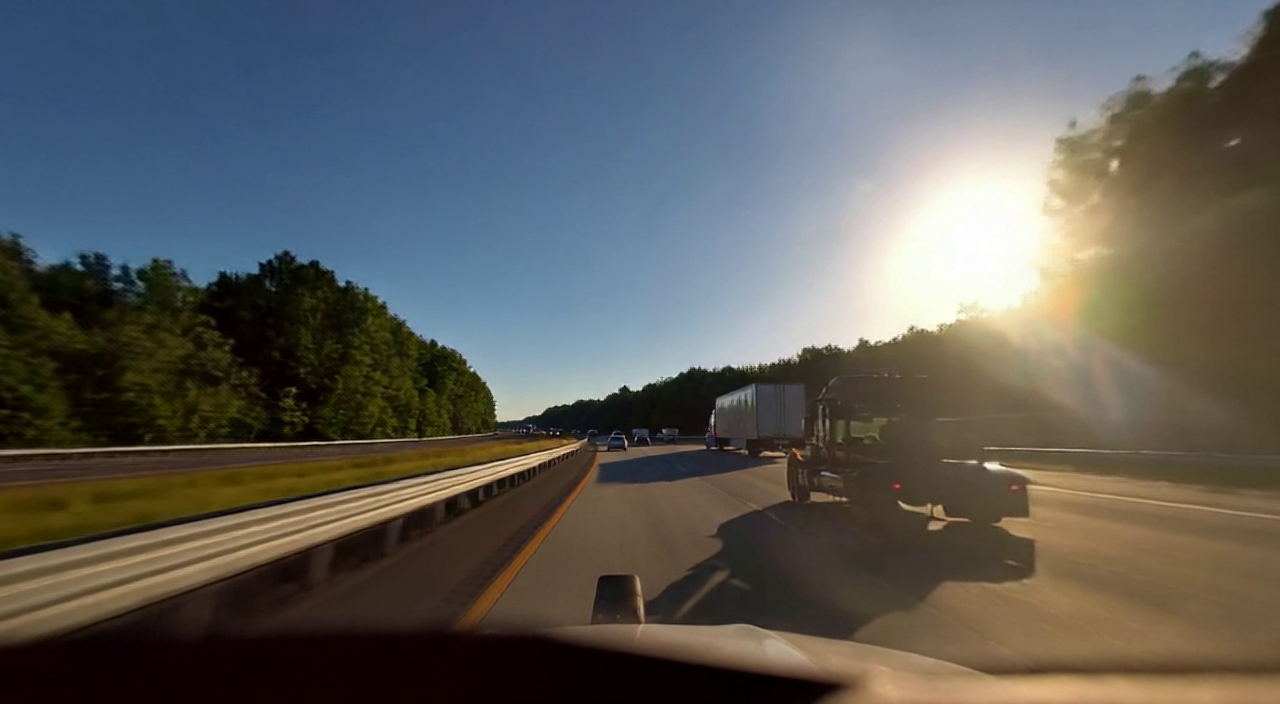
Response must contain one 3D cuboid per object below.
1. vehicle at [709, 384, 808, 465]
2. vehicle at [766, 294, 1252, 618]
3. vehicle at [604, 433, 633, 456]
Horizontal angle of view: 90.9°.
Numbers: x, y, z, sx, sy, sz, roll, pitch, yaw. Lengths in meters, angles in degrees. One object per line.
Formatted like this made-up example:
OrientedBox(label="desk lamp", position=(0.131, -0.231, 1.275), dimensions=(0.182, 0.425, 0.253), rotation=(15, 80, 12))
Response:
OrientedBox(label="vehicle", position=(6.833, 4.630, 39.322), dimensions=(2.888, 4.093, 14.227), rotation=(0, -8, -2))
OrientedBox(label="vehicle", position=(3.427, 1.143, 7.696), dimensions=(2.436, 2.521, 5.409), rotation=(0, -8, -2))
OrientedBox(label="vehicle", position=(-1.639, 7.038, 48.179), dimensions=(2.088, 1.671, 4.068), rotation=(0, -8, -2))
